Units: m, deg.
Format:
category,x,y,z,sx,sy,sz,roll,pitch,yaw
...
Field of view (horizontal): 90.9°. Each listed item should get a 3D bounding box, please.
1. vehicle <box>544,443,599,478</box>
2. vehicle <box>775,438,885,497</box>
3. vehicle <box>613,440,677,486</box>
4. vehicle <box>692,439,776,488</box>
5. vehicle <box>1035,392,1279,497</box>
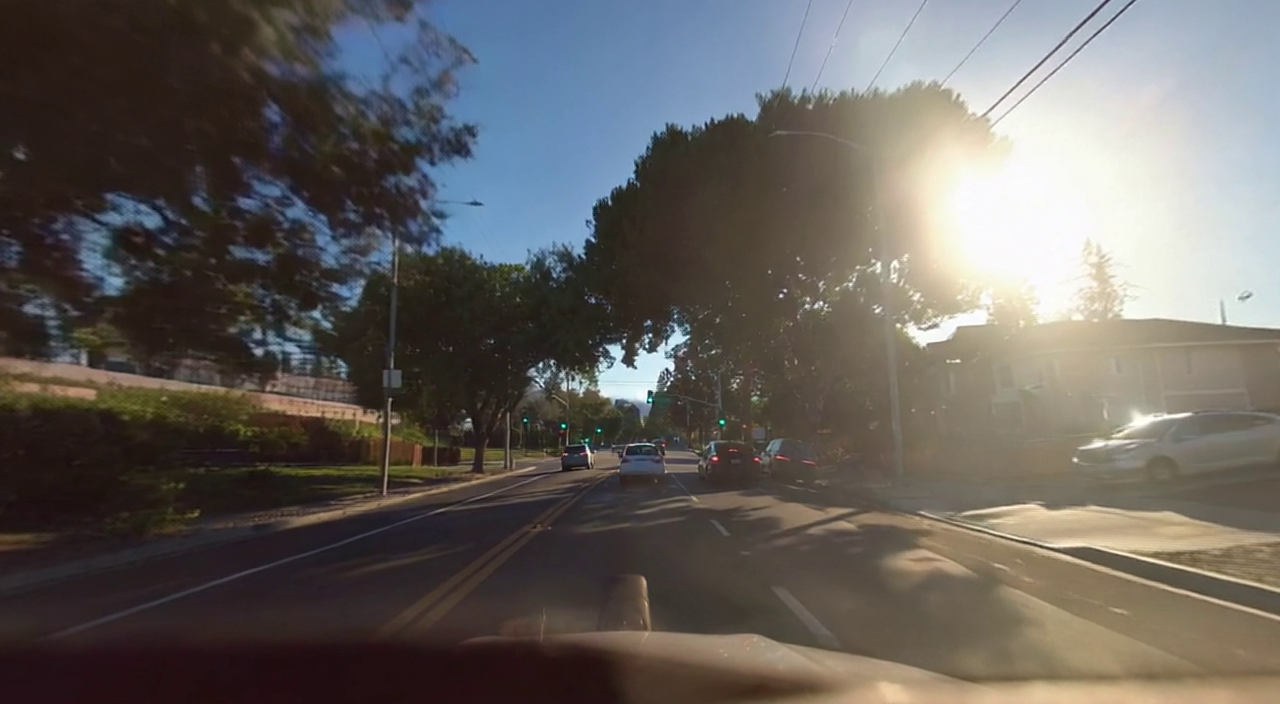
category,x,y,z,sx,sy,sz,roll,pitch,yaw
vehicle,-3.123,5.058,29.631,2.012,1.505,4.205,-1,-8,2
vehicle,5.840,3.586,20.094,2.011,1.620,4.694,0,-8,0
vehicle,0.172,3.935,22.768,2.101,1.467,4.210,0,-8,0
vehicle,3.094,3.790,21.764,2.158,1.483,4.415,0,-8,-1
vehicle,13.740,2.233,15.803,5.929,1.970,2.381,-5,-8,-1
